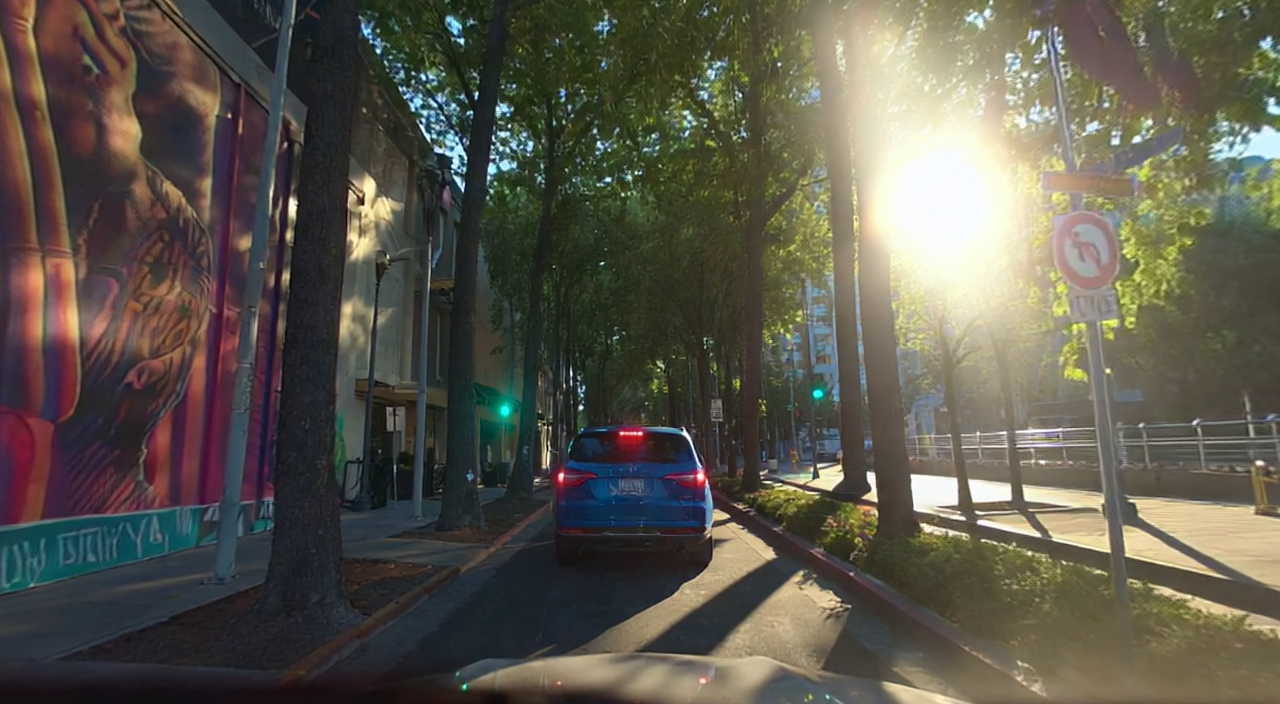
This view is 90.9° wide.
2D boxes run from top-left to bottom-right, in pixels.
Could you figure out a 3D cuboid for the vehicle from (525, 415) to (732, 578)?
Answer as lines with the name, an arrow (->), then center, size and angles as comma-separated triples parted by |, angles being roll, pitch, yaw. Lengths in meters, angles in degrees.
vehicle -> -0.138, 1.754, 8.374 | 2.079, 1.621, 3.861 | 0, -8, -1
